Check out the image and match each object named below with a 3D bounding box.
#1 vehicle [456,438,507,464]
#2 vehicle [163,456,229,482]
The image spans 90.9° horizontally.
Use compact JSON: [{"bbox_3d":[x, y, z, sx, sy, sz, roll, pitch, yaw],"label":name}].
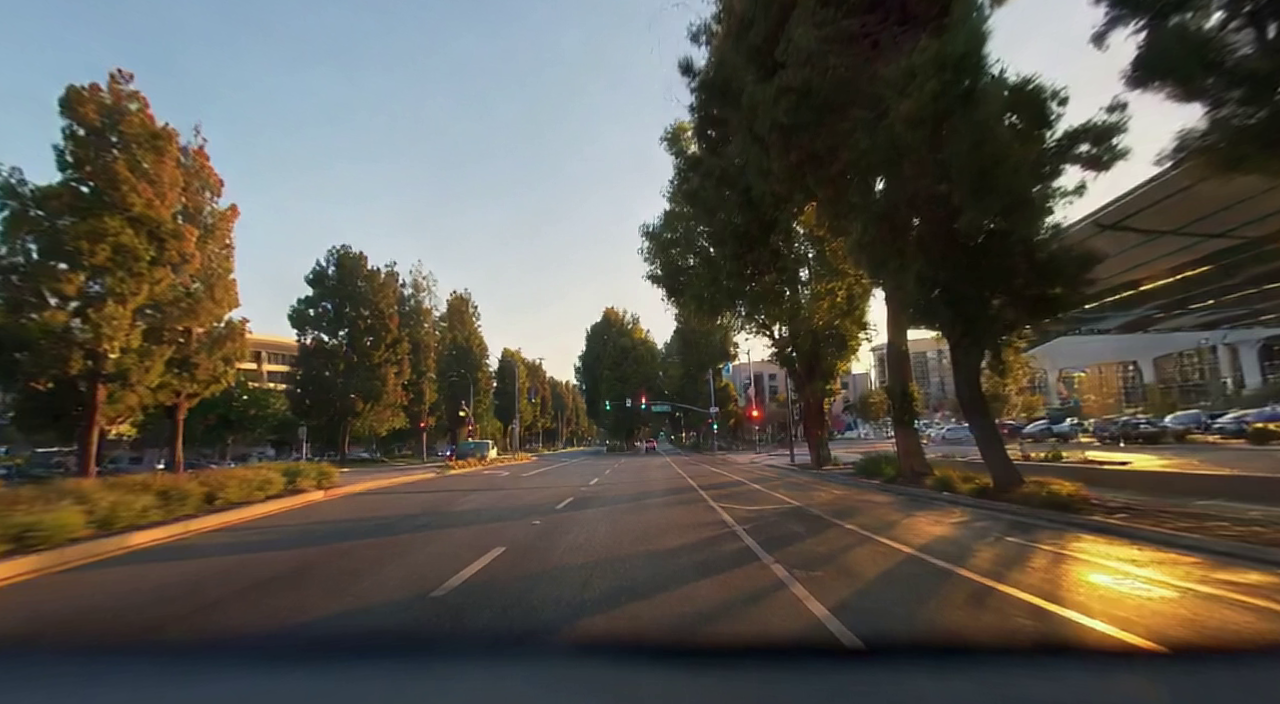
[{"bbox_3d":[-12.109,7.598,48.535,2.225,1.876,5.661,0,-8,2],"label":"vehicle"},{"bbox_3d":[-34.278,9.027,48.858,2.020,1.812,4.914,1,-8,-7],"label":"vehicle"}]
